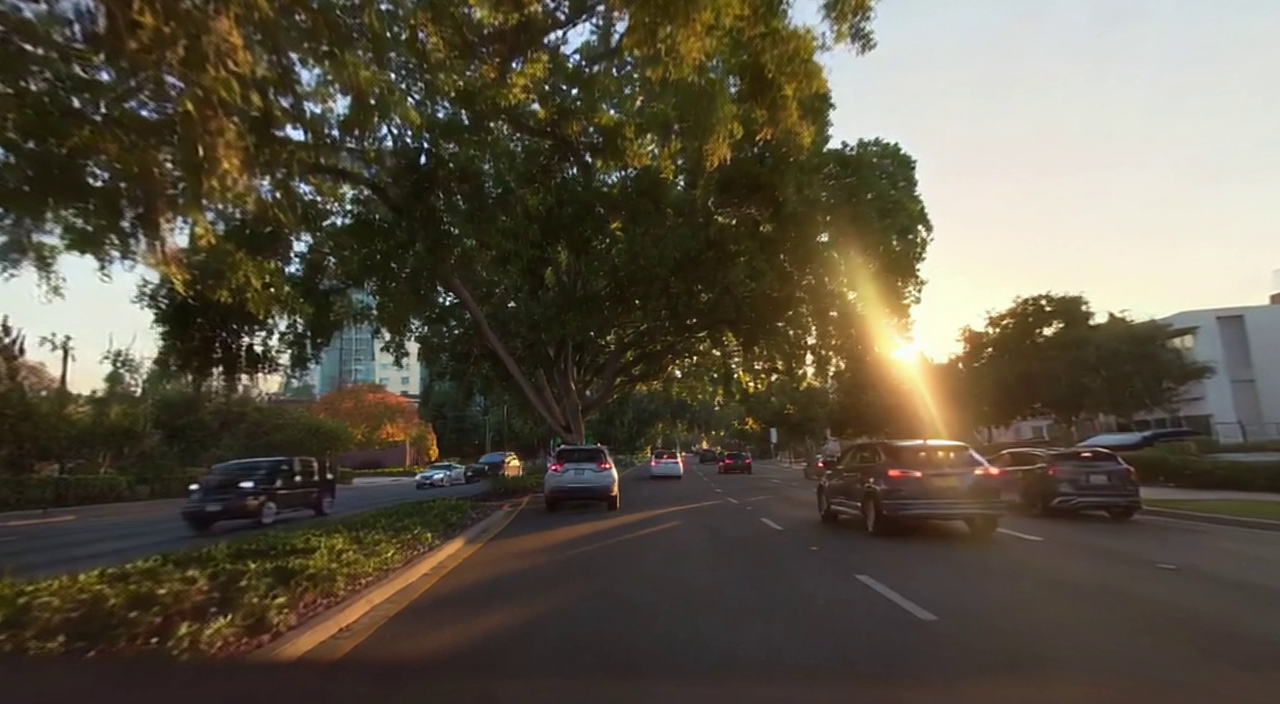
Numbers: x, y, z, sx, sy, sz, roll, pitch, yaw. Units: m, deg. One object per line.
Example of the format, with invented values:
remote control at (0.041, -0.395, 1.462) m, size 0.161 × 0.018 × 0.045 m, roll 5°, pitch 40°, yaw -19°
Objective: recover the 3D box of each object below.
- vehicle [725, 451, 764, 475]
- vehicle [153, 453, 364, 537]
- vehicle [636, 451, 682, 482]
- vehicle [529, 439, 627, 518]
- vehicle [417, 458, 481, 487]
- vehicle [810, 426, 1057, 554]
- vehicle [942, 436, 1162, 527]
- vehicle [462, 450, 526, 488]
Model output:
vehicle at (6.906, 7.402, 42.274) m, size 2.175 × 1.477 × 4.520 m, roll -1°, pitch -8°, yaw 5°
vehicle at (-8.054, 3.004, 13.908) m, size 1.966 × 1.489 × 4.099 m, roll 0°, pitch -8°, yaw 2°
vehicle at (0.969, 5.746, 31.927) m, size 2.161 × 1.445 × 3.772 m, roll 0°, pitch -8°, yaw 2°
vehicle at (-1.441, 3.001, 15.516) m, size 2.106 × 1.655 × 3.717 m, roll 0°, pitch -8°, yaw -3°
vehicle at (-10.861, 6.865, 36.215) m, size 2.126 × 1.434 × 4.305 m, roll -1°, pitch -8°, yaw 3°
vehicle at (4.581, 2.208, 10.831) m, size 2.220 × 1.715 × 4.335 m, roll 0°, pitch -8°, yaw 2°
vehicle at (8.865, 2.787, 14.206) m, size 2.168 × 1.709 × 4.289 m, roll -1°, pitch -8°, yaw 3°
vehicle at (-7.372, 5.911, 32.352) m, size 2.026 × 1.755 × 4.430 m, roll -1°, pitch -8°, yaw 3°
